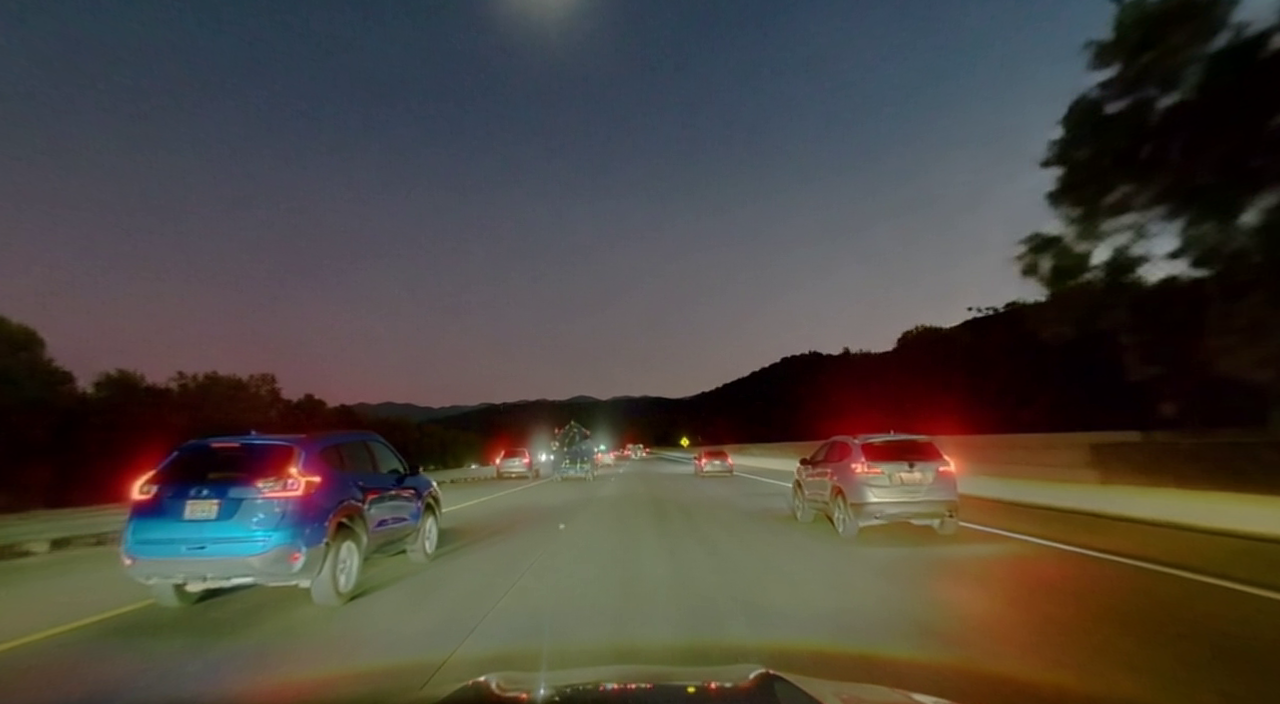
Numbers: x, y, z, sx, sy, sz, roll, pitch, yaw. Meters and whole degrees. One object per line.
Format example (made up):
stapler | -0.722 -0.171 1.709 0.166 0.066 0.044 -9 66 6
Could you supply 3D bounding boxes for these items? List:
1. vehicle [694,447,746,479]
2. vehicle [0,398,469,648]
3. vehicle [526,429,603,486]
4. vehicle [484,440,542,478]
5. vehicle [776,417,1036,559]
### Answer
vehicle | 4.173 5.879 33.619 2.071 1.570 4.637 0 -9 -1
vehicle | -3.441 1.506 6.536 2.080 1.716 4.207 0 -9 1
vehicle | -2.999 4.412 26.561 2.494 2.136 5.539 0 -9 1
vehicle | -6.897 5.857 34.722 2.149 1.922 4.976 0 -9 0
vehicle | 3.732 2.008 10.009 2.066 1.696 4.604 0 -9 -1
